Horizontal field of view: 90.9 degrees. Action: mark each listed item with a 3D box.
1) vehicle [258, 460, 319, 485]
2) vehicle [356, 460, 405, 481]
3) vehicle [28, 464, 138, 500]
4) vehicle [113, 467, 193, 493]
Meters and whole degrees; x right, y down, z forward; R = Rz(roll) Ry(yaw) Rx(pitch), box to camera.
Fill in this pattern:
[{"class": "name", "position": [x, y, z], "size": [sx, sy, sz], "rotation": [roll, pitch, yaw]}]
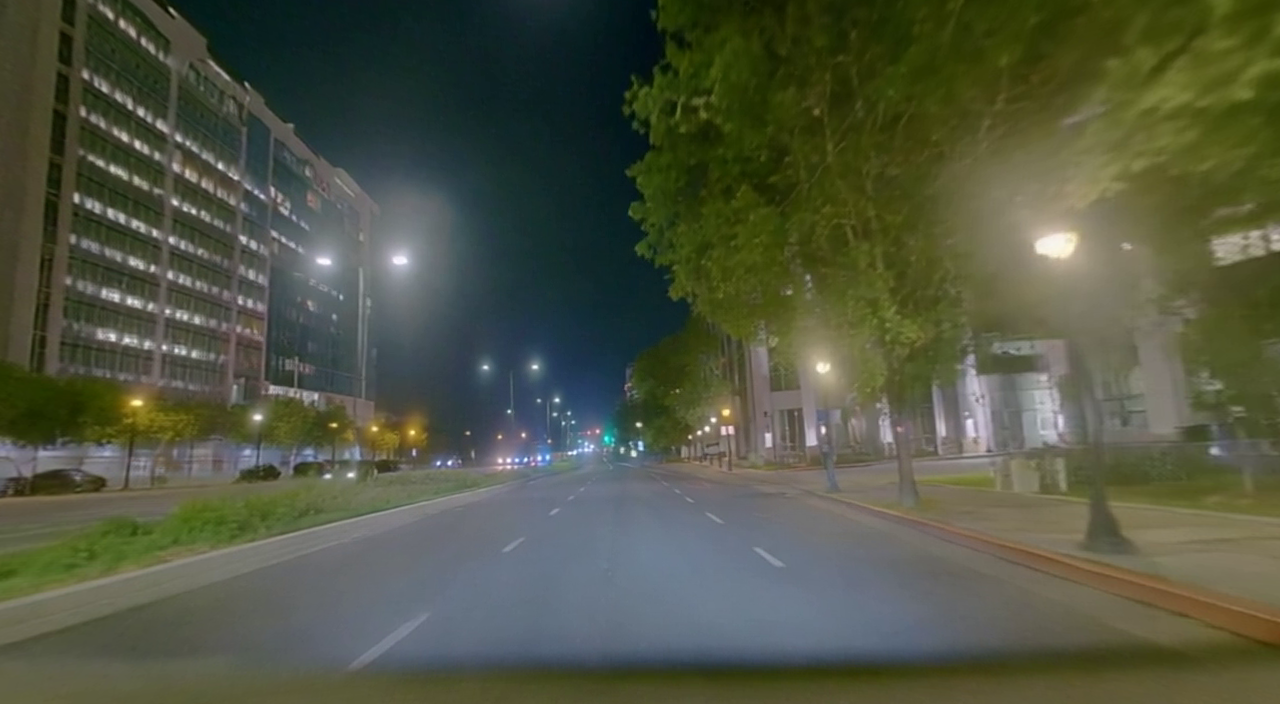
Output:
[{"class": "vehicle", "position": [-26.967, 9.250, 48.595], "size": [2.124, 1.650, 4.413], "rotation": [0, -8, 0]}, {"class": "vehicle", "position": [-19.784, 9.054, 48.257], "size": [1.835, 1.417, 4.352], "rotation": [0, -8, 1]}, {"class": "vehicle", "position": [-32.471, 7.533, 37.000], "size": [2.235, 1.777, 4.963], "rotation": [1, -8, -6]}, {"class": "vehicle", "position": [-32.870, 8.637, 42.727], "size": [1.823, 1.471, 4.715], "rotation": [0, -8, -2]}]
